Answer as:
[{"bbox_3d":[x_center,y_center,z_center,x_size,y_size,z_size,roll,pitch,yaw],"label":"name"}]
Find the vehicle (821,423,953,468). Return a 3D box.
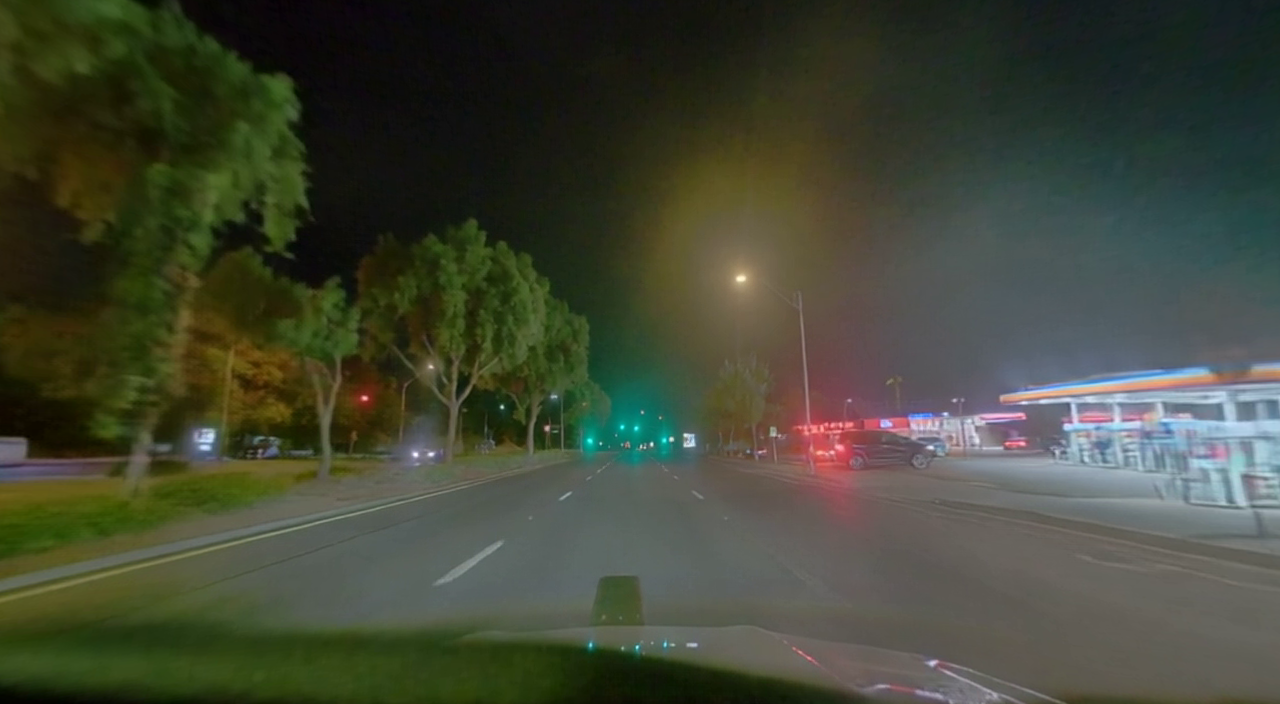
[{"bbox_3d":[13.227,5.052,34.221,6.063,2.313,2.534,0,-8,1],"label":"vehicle"}]

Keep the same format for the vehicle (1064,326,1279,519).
[{"bbox_3d":[14.319,1.483,12.885,9.127,3.409,2.992,1,-8,-2],"label":"vehicle"}]
